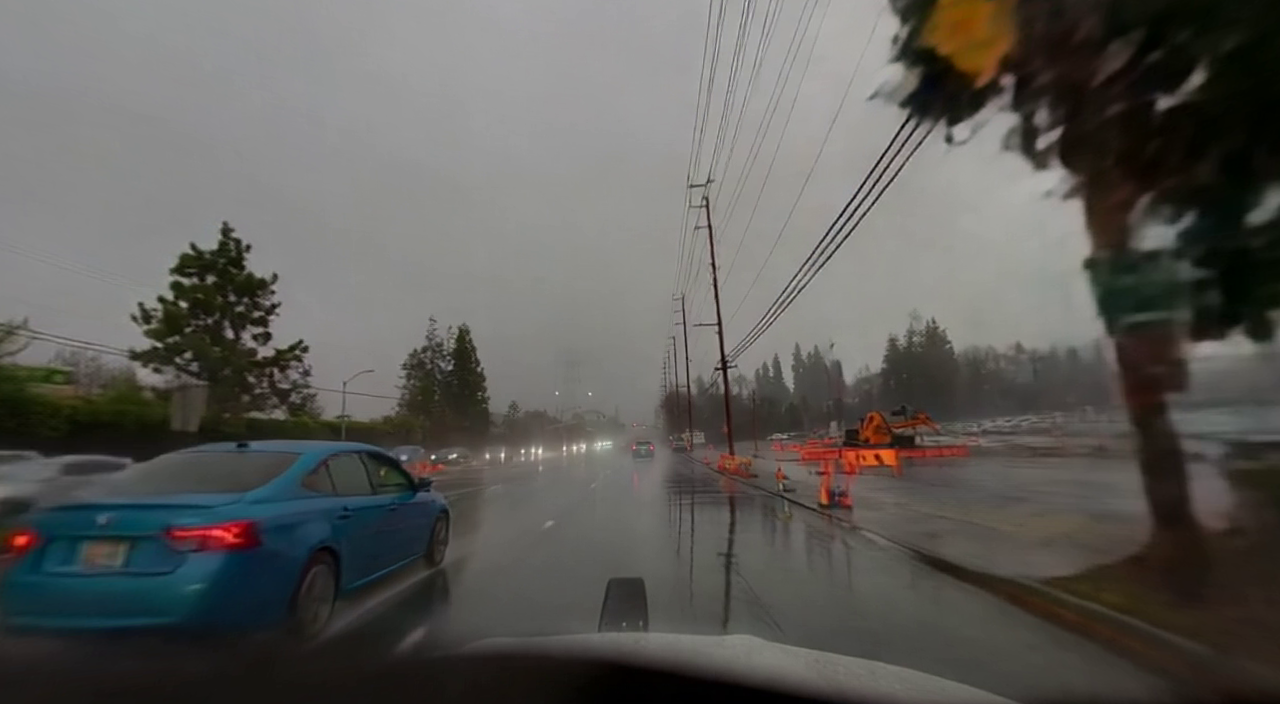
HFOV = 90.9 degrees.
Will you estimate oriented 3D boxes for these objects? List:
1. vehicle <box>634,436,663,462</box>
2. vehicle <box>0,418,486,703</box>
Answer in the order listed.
[{"bbox_3d":[0.626,7.309,47.762,2.060,1.845,4.151,0,-8,0],"label":"vehicle"},{"bbox_3d":[-3.084,1.450,5.724,2.087,1.480,4.825,0,-8,1],"label":"vehicle"}]
